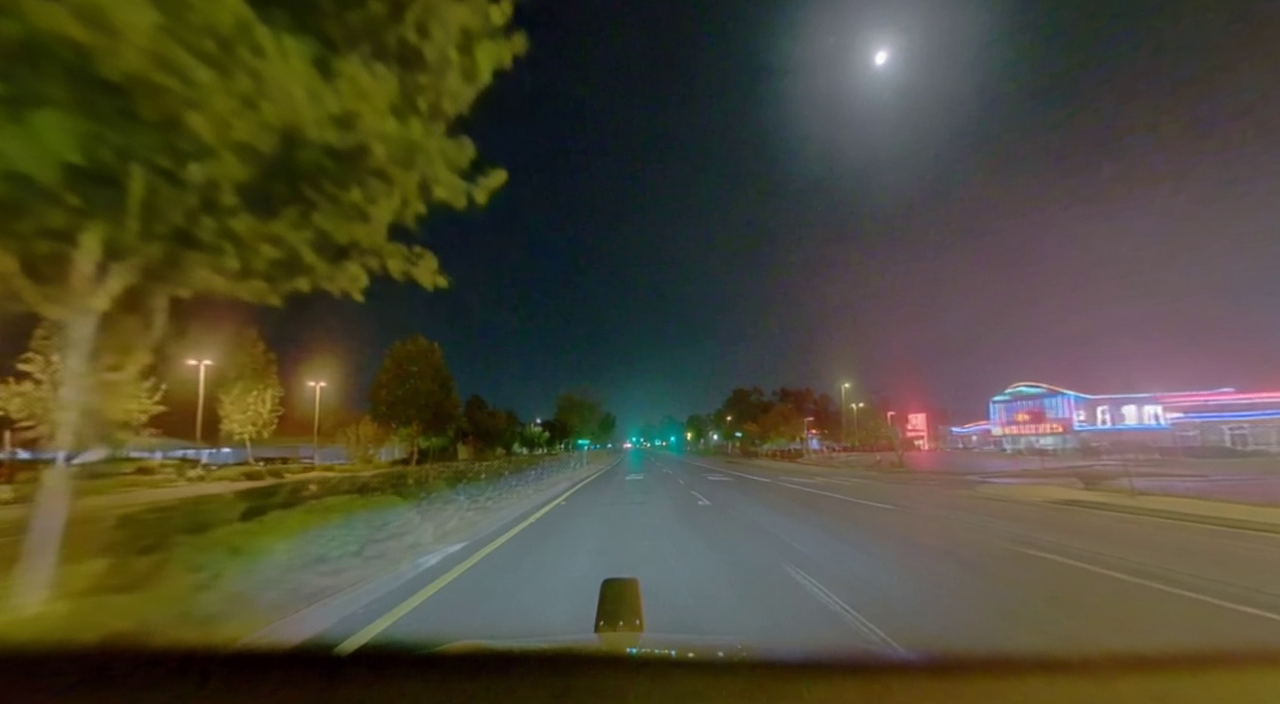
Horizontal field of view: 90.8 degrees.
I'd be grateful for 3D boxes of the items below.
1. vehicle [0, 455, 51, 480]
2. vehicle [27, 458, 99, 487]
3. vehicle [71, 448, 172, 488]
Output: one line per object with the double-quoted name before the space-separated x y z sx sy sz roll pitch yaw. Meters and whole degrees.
"vehicle" -46.633 8.494 46.254 4.813 1.685 2.076 -2 -10 -3
"vehicle" -33.846 7.059 37.185 2.020 1.489 3.997 4 -10 -26
"vehicle" -28.381 6.315 34.844 2.124 2.004 5.473 2 -9 -15
